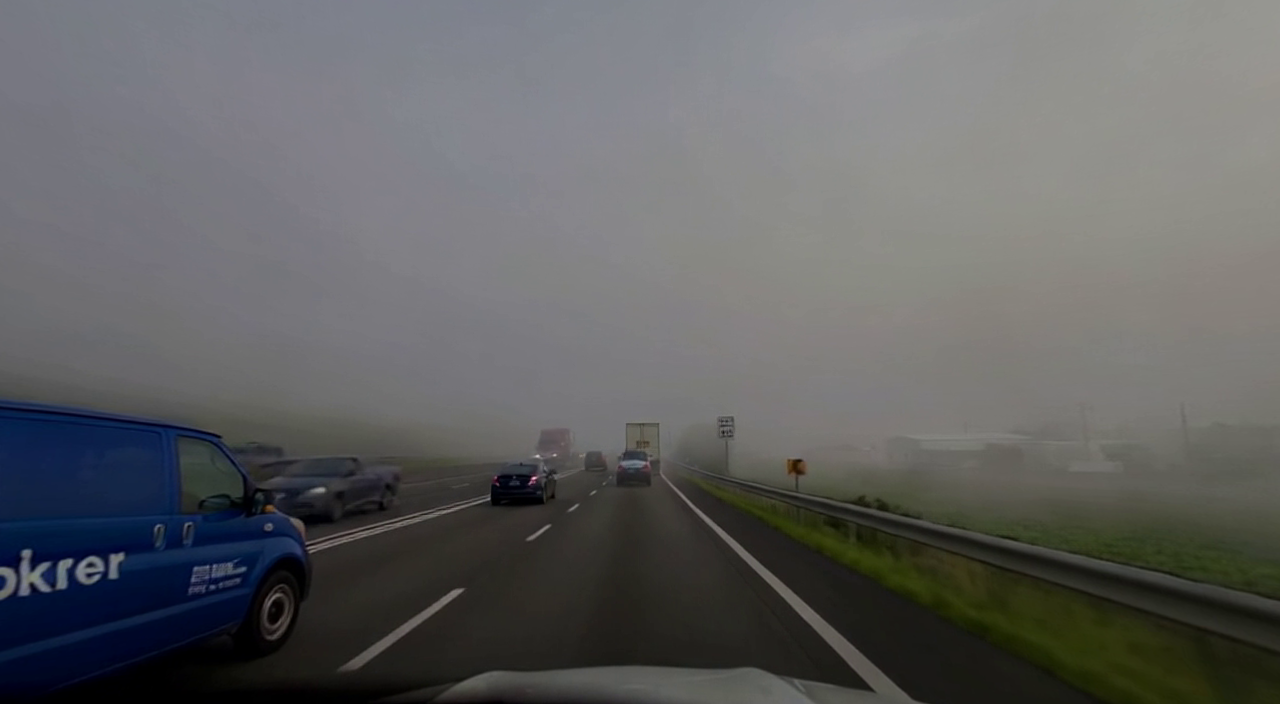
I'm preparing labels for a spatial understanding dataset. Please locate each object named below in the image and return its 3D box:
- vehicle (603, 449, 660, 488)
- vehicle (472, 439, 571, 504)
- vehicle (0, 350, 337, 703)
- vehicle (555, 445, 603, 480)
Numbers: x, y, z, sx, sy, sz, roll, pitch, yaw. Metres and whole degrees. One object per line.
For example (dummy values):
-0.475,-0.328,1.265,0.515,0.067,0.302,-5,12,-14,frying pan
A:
-0.298,4.587,25.129,2.095,1.393,3.908,0,-9,0,vehicle
-3.198,3.323,17.978,1.937,1.600,4.141,0,-9,1,vehicle
-3.274,0.858,2.243,2.117,1.688,4.582,0,-9,0,vehicle
-3.053,5.636,32.385,1.994,1.663,4.047,0,-9,1,vehicle
